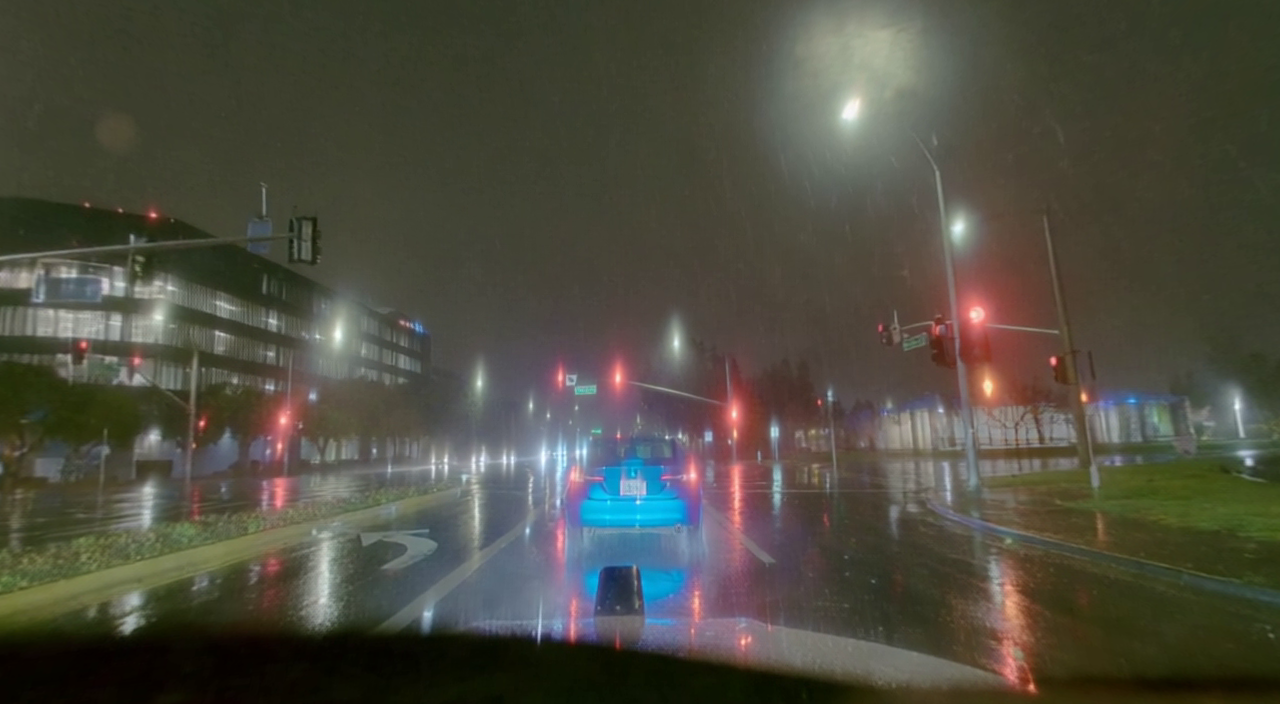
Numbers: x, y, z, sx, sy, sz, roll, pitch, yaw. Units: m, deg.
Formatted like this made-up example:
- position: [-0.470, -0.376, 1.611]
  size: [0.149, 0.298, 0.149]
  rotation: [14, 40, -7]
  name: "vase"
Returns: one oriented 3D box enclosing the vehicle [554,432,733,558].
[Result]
- position: [0.016, 1.993, 9.516]
  size: [2.107, 1.470, 3.974]
  rotation: [0, -9, -1]
  name: "vehicle"
